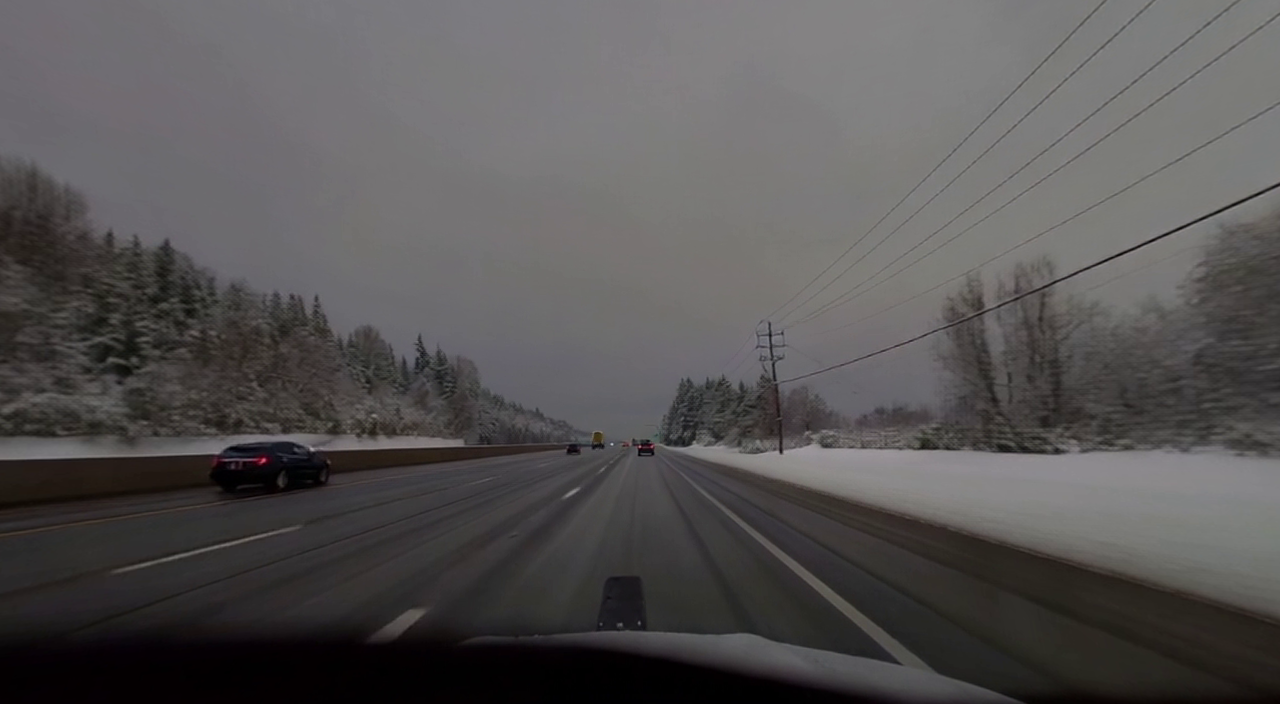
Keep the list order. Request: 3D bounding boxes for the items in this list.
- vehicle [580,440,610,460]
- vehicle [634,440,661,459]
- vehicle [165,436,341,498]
[{"bbox_3d":[-3.517,7.660,49.327,2.046,1.478,4.111,0,-8,0],"label":"vehicle"},{"bbox_3d":[0.574,7.751,49.974,2.057,1.453,3.926,0,-8,0],"label":"vehicle"},{"bbox_3d":[-10.666,3.176,17.842,1.955,1.496,4.732,0,-8,1],"label":"vehicle"}]
